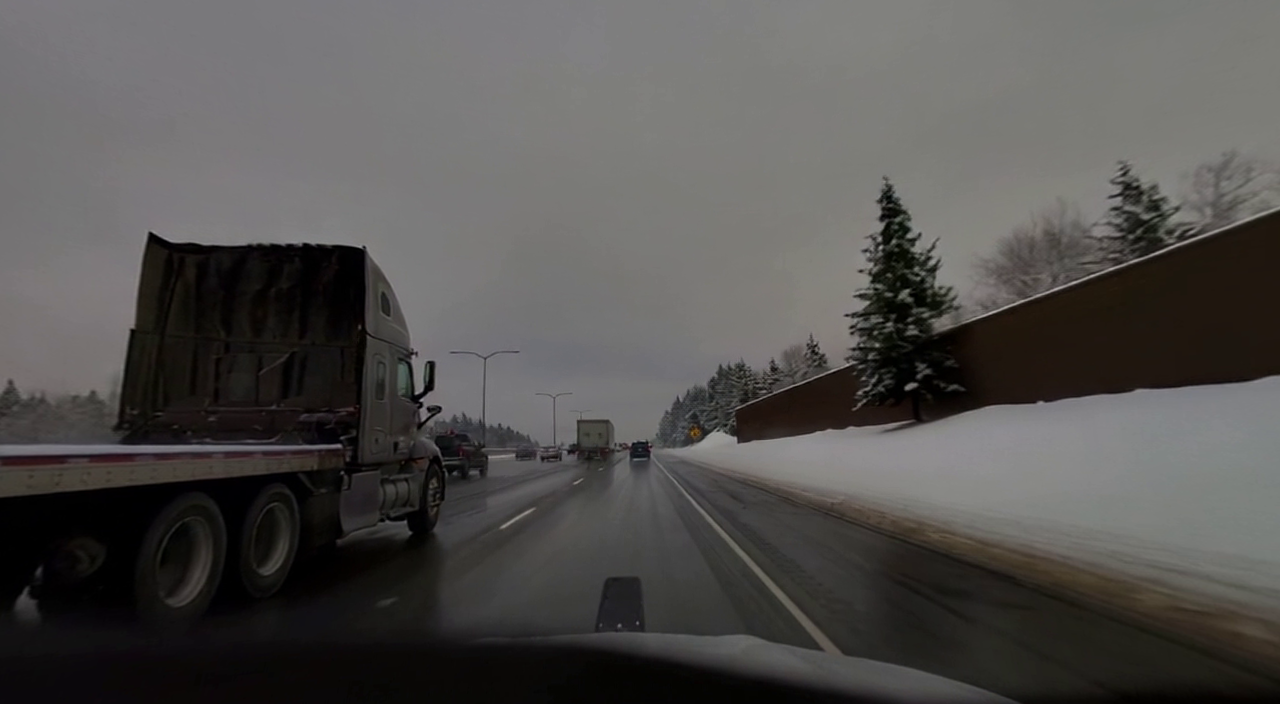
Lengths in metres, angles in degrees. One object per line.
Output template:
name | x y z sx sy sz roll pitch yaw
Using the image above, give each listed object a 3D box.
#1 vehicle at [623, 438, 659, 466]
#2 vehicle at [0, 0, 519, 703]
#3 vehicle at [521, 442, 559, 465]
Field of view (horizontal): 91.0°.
vehicle | 0.068 6.376 40.182 2.178 1.640 4.071 0 -8 1
vehicle | -3.709 0.605 6.244 3.025 3.266 9.256 0 -8 1
vehicle | -6.960 7.106 44.223 1.962 1.489 4.002 0 -8 1
